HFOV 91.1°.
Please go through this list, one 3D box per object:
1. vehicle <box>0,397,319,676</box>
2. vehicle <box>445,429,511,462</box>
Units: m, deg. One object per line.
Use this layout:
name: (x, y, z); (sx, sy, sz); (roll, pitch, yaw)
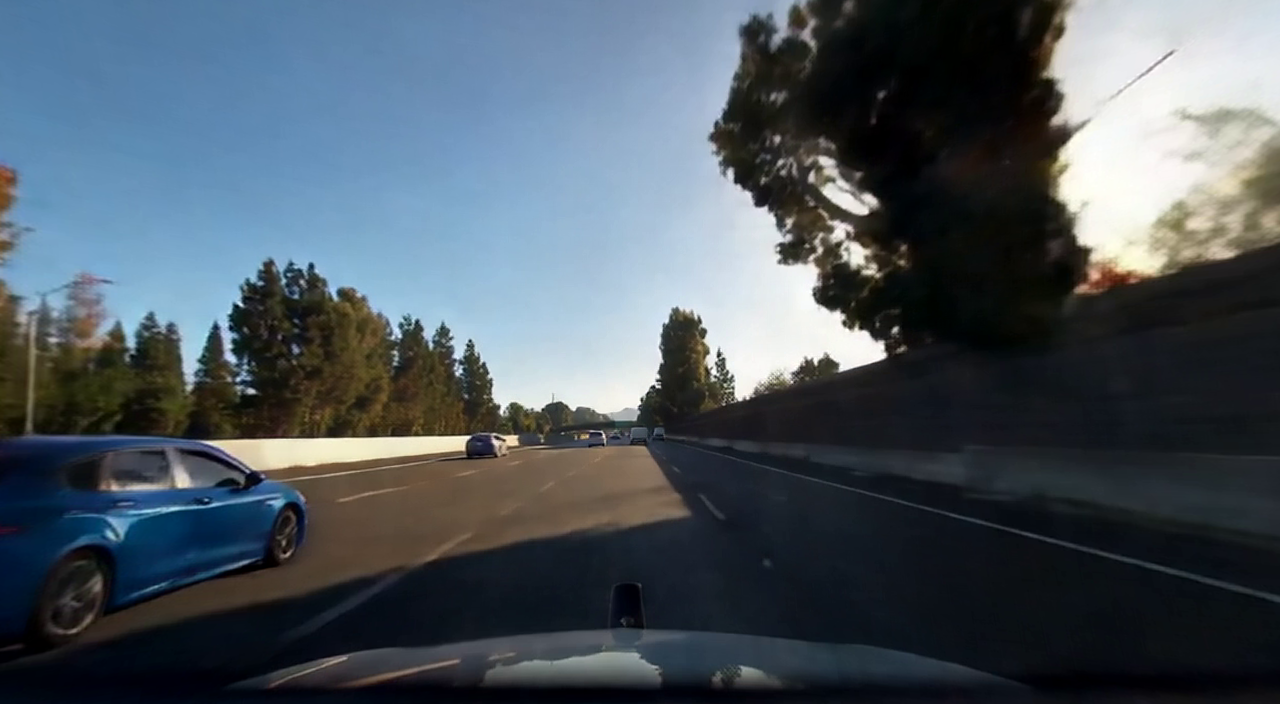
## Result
vehicle: (-4.496, 1.181, 4.717); (2.079, 1.500, 3.881); (0, -8, 1)
vehicle: (-8.335, 4.858, 32.771); (2.053, 1.582, 4.878); (0, -8, 1)
